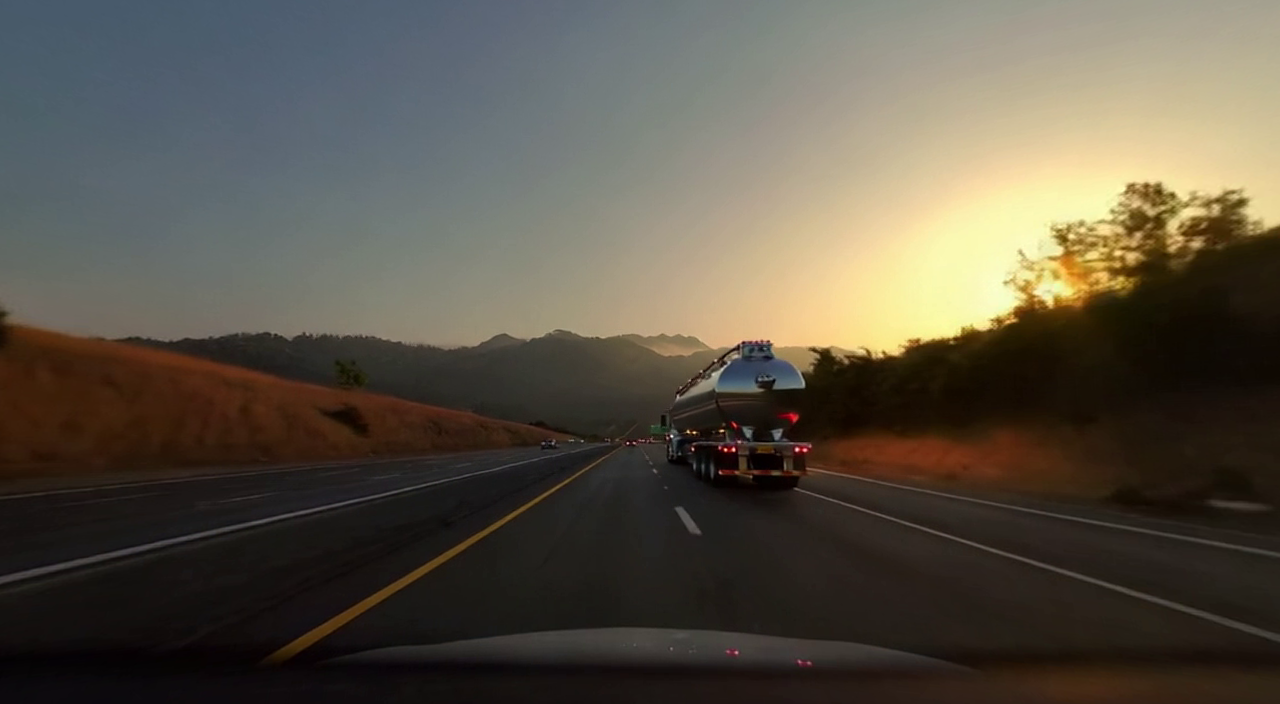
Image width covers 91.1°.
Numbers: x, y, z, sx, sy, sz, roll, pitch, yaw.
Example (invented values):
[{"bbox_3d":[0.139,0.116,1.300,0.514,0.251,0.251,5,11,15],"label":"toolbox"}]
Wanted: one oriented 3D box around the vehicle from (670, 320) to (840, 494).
[{"bbox_3d":[2.724,1.925,19.237,2.946,3.745,11.516,0,-8,0],"label":"vehicle"}]
